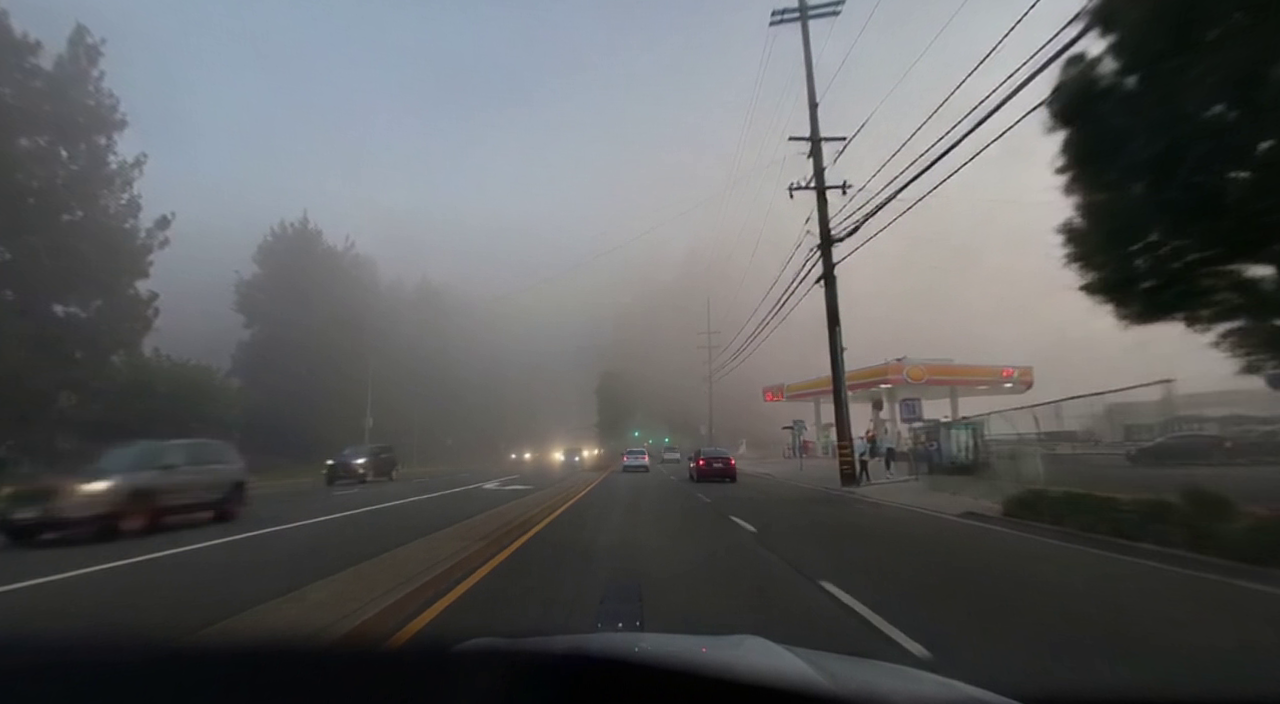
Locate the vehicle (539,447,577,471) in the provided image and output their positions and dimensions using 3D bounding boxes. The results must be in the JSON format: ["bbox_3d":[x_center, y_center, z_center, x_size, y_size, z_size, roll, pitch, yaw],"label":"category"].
[{"bbox_3d":[-5.421,7.111,42.269,2.032,1.487,4.413,0,-8,-2],"label":"vehicle"}]

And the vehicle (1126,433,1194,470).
[{"bbox_3d":[24.358,4.621,29.736,2.071,1.528,4.644,-6,-9,35],"label":"vehicle"}]

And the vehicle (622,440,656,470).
[{"bbox_3d":[-0.103,6.872,42.345,2.163,1.825,4.073,0,-8,0],"label":"vehicle"}]

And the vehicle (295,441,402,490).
[{"bbox_3d":[-11.778,4.570,25.941,2.165,1.810,4.607,0,-8,0],"label":"vehicle"}]

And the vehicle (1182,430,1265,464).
[{"bbox_3d":[27.449,4.482,29.863,1.825,1.476,3.833,-5,-9,27],"label":"vehicle"}]

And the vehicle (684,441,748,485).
[{"bbox_3d":[3.012,4.470,25.816,1.990,1.592,4.294,0,-8,-1],"label":"vehicle"}]

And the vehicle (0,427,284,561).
[{"bbox_3d":[-8.393,2.159,10.402,2.518,1.719,4.314,0,-8,0],"label":"vehicle"}]
